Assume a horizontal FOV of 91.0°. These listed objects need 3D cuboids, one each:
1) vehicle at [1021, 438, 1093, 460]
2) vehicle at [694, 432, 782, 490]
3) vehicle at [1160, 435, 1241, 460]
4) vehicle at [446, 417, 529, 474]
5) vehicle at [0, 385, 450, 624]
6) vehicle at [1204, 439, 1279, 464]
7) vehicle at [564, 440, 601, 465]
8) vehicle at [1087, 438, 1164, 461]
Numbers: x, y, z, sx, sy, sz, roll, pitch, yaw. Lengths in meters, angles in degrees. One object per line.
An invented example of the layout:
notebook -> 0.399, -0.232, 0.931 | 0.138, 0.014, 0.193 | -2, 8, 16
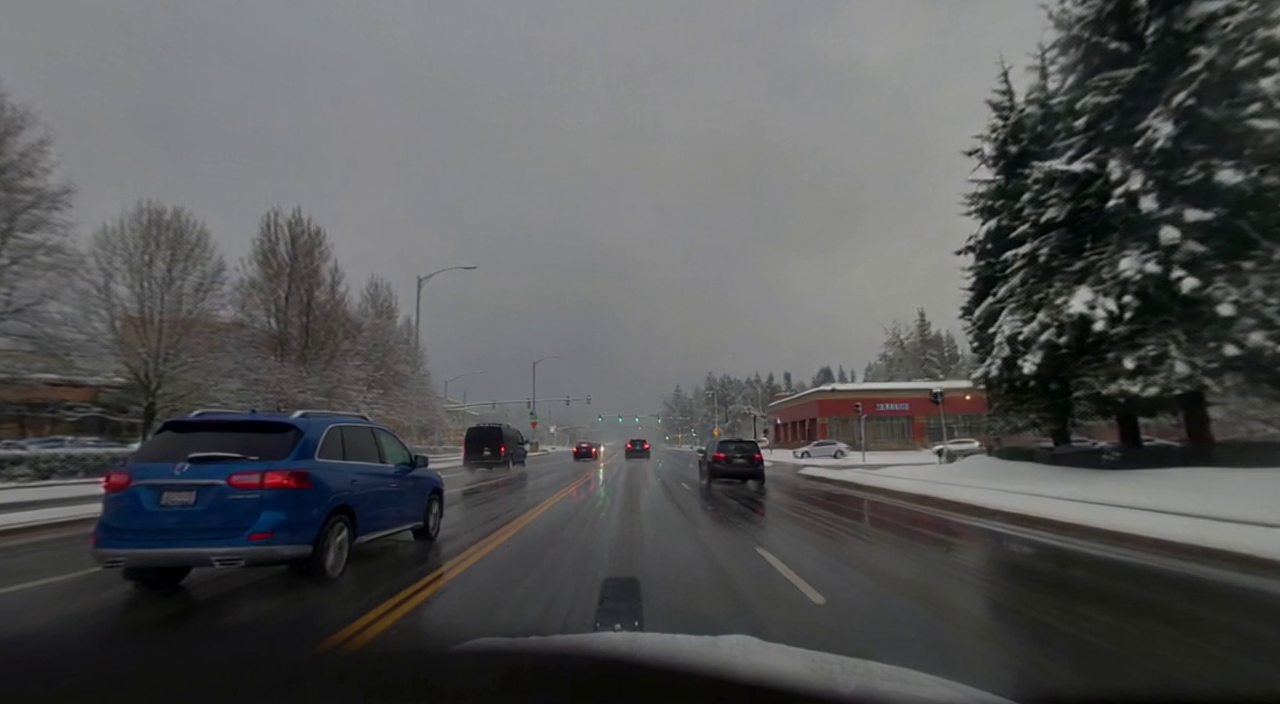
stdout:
vehicle -> 28.109, 6.549, 42.579 | 1.760, 1.431, 4.343 | 1, -9, -2
vehicle -> 3.307, 3.796, 22.273 | 2.167, 1.792, 4.835 | 1, -9, -2
vehicle -> 38.152, 6.528, 42.961 | 1.812, 1.641, 3.875 | 1, -9, -3
vehicle -> -7.706, 4.856, 32.679 | 2.863, 2.592, 6.410 | 1, -9, -2
vehicle -> -3.765, 1.442, 6.863 | 2.038, 1.748, 4.303 | 0, -9, 0
vehicle -> 43.228, 6.965, 44.243 | 1.980, 1.596, 5.674 | 0, -8, 1
vehicle -> -4.069, 7.157, 45.108 | 2.133, 1.677, 4.727 | 0, -9, 0
vehicle -> 33.226, 6.708, 43.241 | 1.817, 1.503, 4.238 | 0, -9, -1
